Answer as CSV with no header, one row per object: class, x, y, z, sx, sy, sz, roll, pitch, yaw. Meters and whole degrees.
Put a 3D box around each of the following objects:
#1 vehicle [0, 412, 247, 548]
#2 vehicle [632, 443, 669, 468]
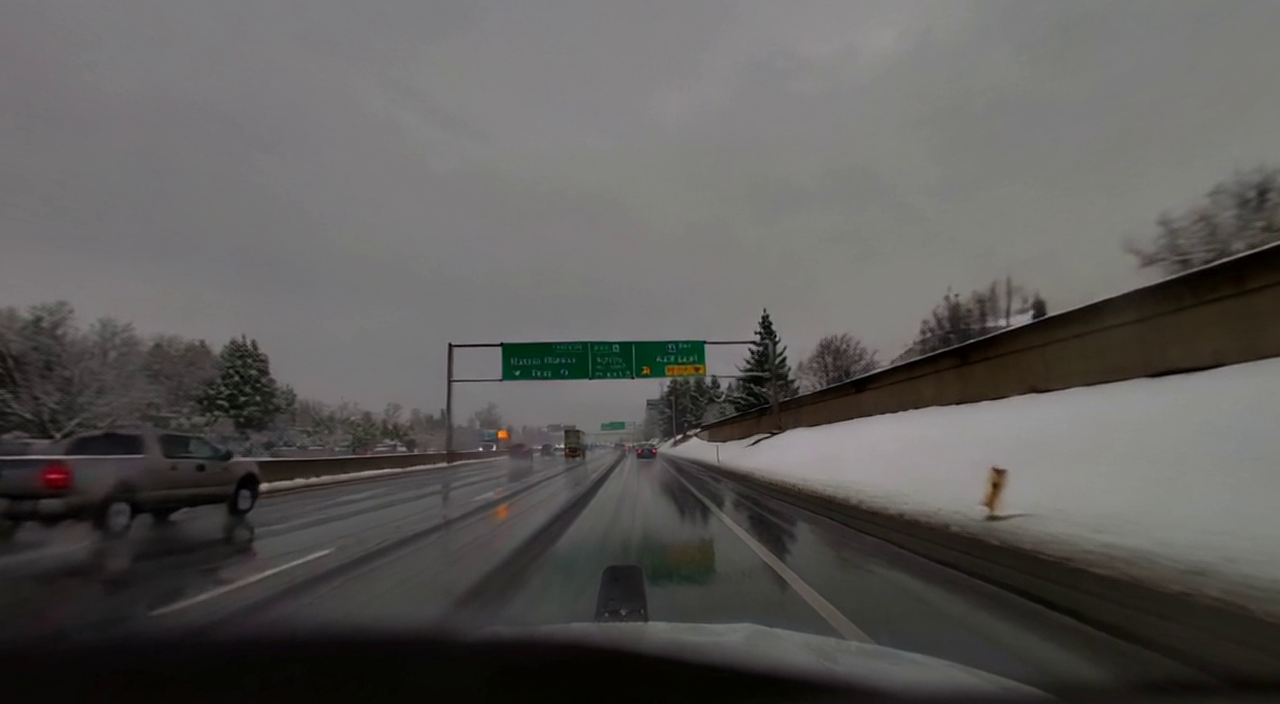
vehicle,-9.405,2.055,10.864,2.246,1.812,4.740,0,-8,-1
vehicle,0.606,6.318,38.720,2.137,1.461,3.999,0,-8,0
